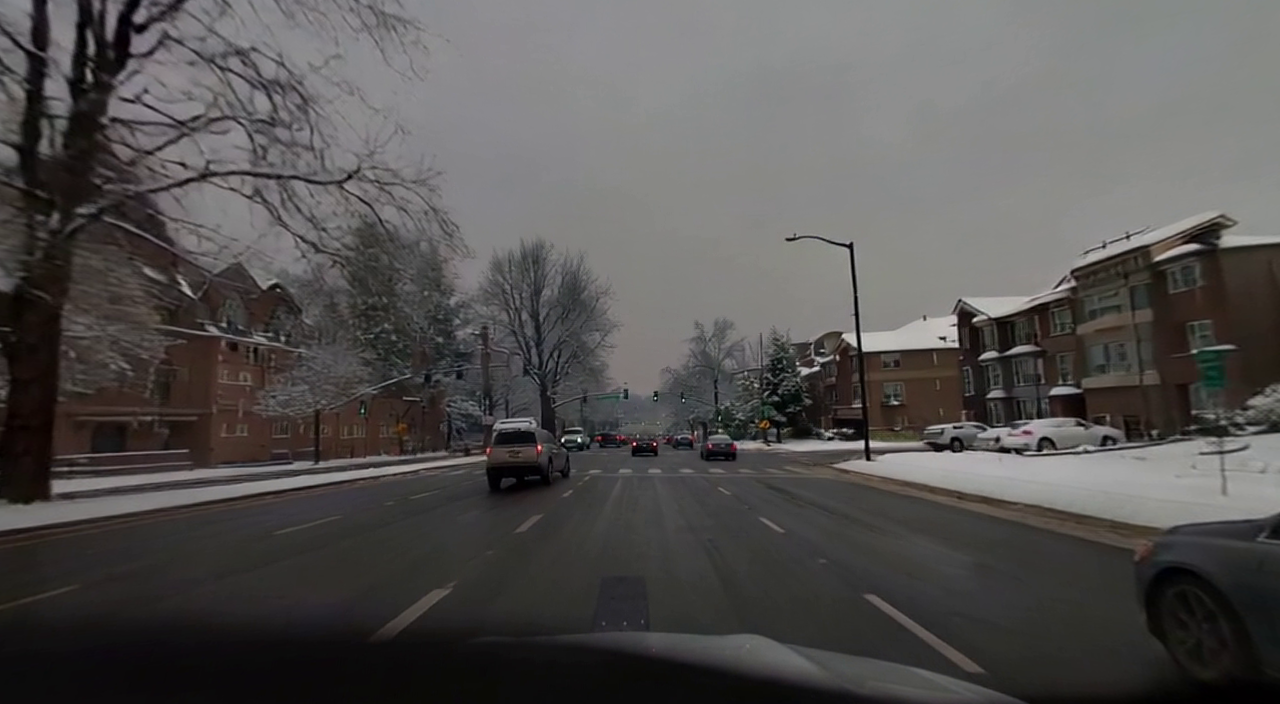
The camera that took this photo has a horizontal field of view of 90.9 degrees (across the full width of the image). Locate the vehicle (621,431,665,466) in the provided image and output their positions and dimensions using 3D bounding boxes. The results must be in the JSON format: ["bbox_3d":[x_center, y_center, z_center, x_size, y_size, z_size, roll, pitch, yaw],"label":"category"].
[{"bbox_3d":[0.132,4.927,32.367,2.110,1.662,4.262,0,-8,0],"label":"vehicle"}]

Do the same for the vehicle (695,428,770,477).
[{"bbox_3d":[3.389,3.800,23.999,2.137,1.646,4.488,0,-8,-1],"label":"vehicle"}]

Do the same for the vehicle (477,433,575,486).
[{"bbox_3d":[-3.474,3.384,20.154,2.049,1.485,4.656,0,-8,3],"label":"vehicle"}]

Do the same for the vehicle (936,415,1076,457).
[{"bbox_3d":[15.720,3.660,27.292,4.701,1.721,2.103,0,-8,0],"label":"vehicle"}]

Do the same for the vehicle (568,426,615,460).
[{"bbox_3d":[-3.073,5.950,41.331,2.579,2.062,5.123,0,-8,2],"label":"vehicle"}]

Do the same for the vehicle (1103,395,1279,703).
[{"bbox_3d":[3.853,0.763,1.512,2.128,1.502,4.572,0,-8,2],"label":"vehicle"}]
